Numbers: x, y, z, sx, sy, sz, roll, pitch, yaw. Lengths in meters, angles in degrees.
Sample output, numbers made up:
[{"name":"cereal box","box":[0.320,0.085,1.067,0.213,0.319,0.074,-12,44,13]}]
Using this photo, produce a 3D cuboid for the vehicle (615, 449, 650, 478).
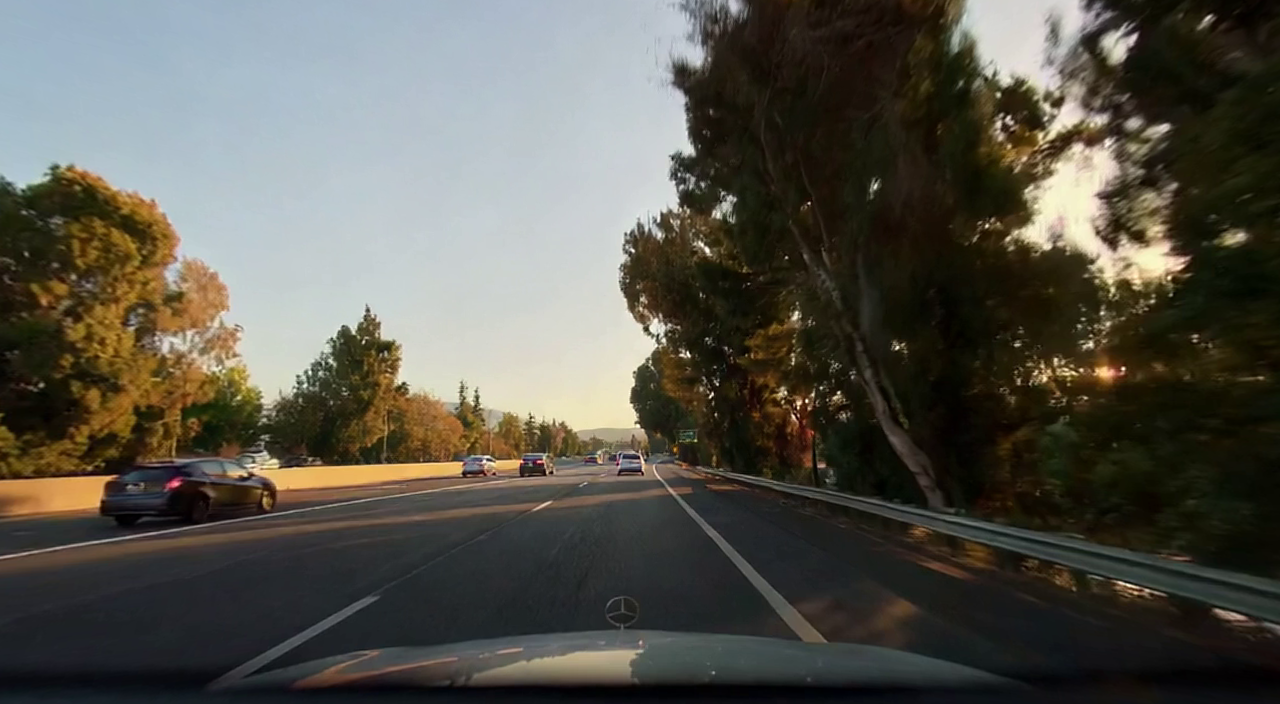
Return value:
[{"name":"vehicle","box":[-0.426,7.265,41.292,2.179,1.742,4.396,-1,-9,1]}]

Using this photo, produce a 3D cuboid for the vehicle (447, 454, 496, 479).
[{"name":"vehicle","box":[-12.426,8.424,46.777,1.997,1.654,4.554,-1,-9,5]}]

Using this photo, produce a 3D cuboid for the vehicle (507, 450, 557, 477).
[{"name":"vehicle","box":[-8.076,8.405,48.007,2.397,1.911,5.596,-1,-9,5]}]

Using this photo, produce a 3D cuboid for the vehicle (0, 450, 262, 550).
[{"name":"vehicle","box":[-10.355,2.798,12.752,2.102,1.562,4.884,-1,-9,5]}]
